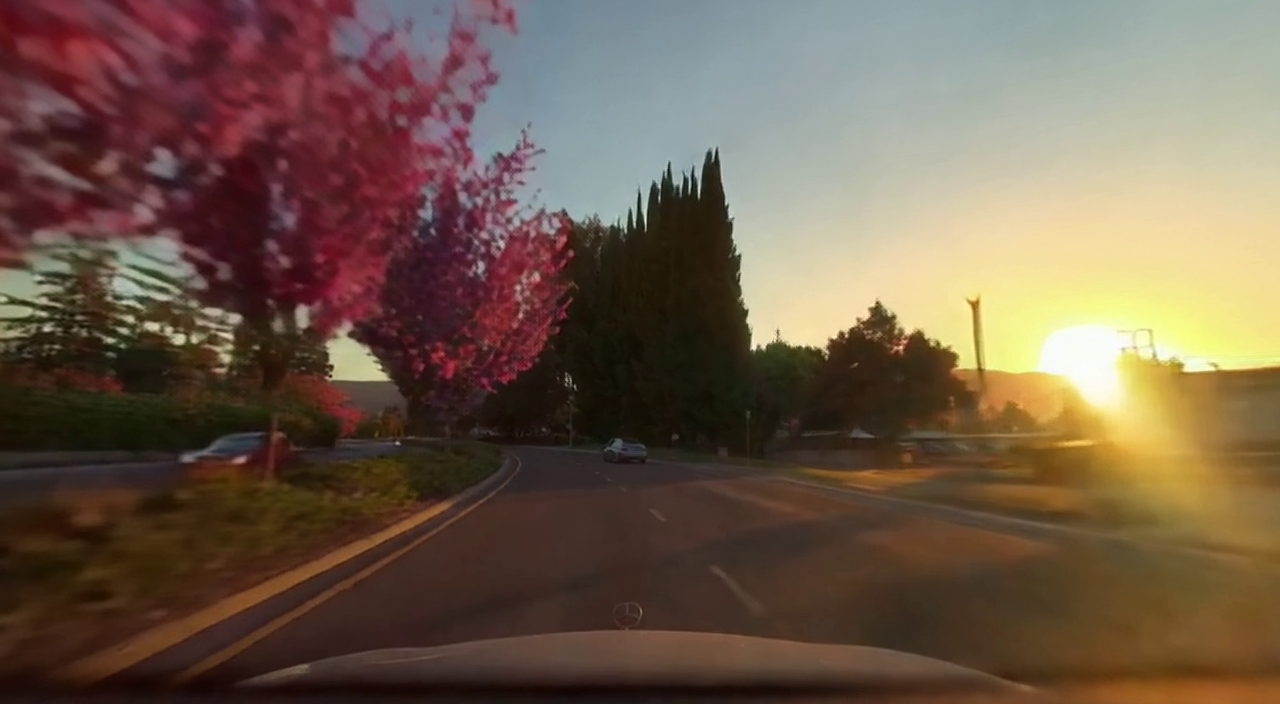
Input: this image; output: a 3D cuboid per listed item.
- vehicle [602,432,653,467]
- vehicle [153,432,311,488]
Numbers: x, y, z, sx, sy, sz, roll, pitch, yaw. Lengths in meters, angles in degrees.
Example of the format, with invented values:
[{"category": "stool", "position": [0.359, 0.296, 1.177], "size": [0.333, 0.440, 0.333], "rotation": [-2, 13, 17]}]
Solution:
[{"category": "vehicle", "position": [-0.817, 5.600, 36.138], "size": [2.166, 1.828, 4.607], "rotation": [2, -9, -11]}, {"category": "vehicle", "position": [-12.073, 3.211, 19.040], "size": [2.067, 1.468, 4.665], "rotation": [1, -9, -6]}]
